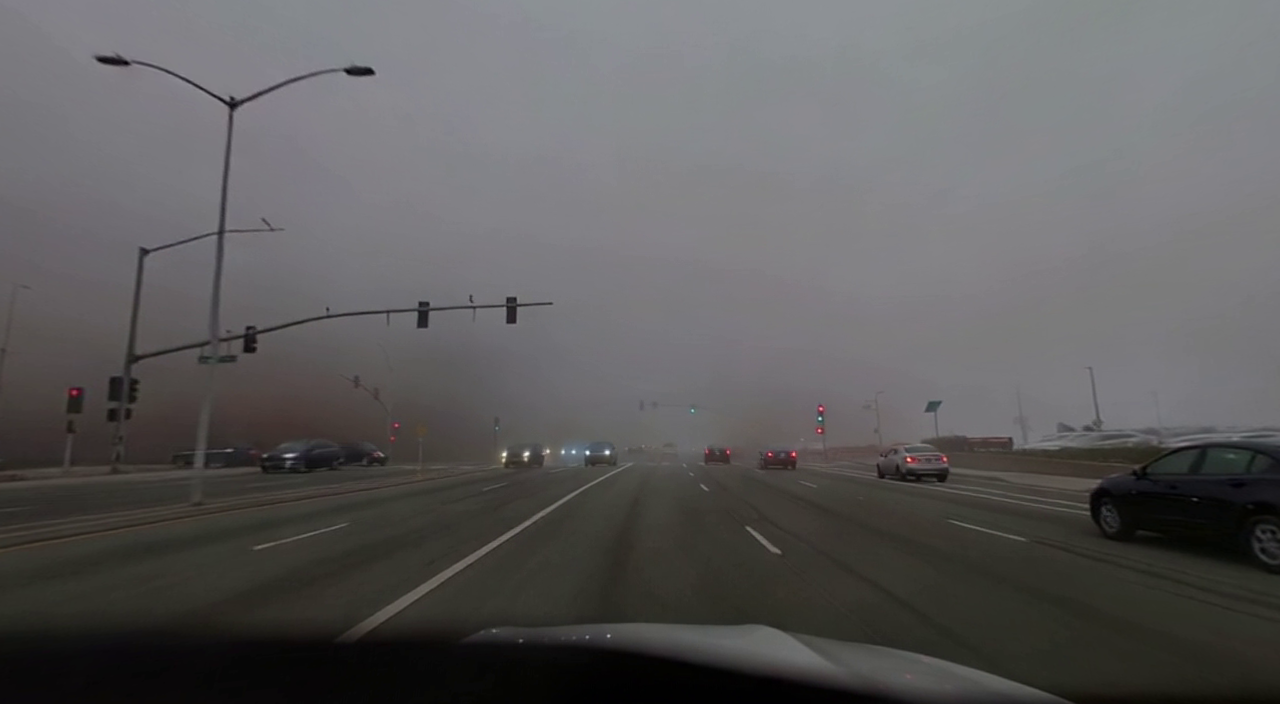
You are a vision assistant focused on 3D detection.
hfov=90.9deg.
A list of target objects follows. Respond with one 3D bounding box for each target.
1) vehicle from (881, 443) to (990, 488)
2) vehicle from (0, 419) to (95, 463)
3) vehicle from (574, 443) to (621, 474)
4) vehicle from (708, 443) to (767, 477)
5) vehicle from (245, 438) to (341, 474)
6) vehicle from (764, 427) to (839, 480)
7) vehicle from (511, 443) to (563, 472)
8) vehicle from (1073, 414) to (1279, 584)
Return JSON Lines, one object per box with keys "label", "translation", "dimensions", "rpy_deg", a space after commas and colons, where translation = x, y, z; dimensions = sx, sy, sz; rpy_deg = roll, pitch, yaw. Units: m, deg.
{"label": "vehicle", "translation": [11.113, 4.267, 24.126], "dimensions": [1.963, 1.513, 4.600], "rpy_deg": [0, -8, 0]}
{"label": "vehicle", "translation": [-46.875, 6.555, 46.236], "dimensions": [9.731, 3.110, 2.942], "rpy_deg": [3, -9, -24]}
{"label": "vehicle", "translation": [-2.199, 5.628, 33.601], "dimensions": [1.958, 1.542, 4.175], "rpy_deg": [-1, -8, 4]}
{"label": "vehicle", "translation": [4.736, 5.318, 31.287], "dimensions": [2.292, 1.563, 4.734], "rpy_deg": [0, -8, 2]}
{"label": "vehicle", "translation": [-17.835, 5.356, 32.733], "dimensions": [1.981, 1.721, 4.772], "rpy_deg": [-1, -8, 4]}
{"label": "vehicle", "translation": [7.409, 4.729, 29.587], "dimensions": [2.186, 2.202, 5.426], "rpy_deg": [0, -8, 1]}
{"label": "vehicle", "translation": [-5.783, 5.934, 35.819], "dimensions": [2.004, 1.529, 4.319], "rpy_deg": [-1, -8, 3]}
{"label": "vehicle", "translation": [7.267, 1.516, 6.856], "dimensions": [2.051, 1.620, 4.702], "rpy_deg": [-1, -8, 5]}
